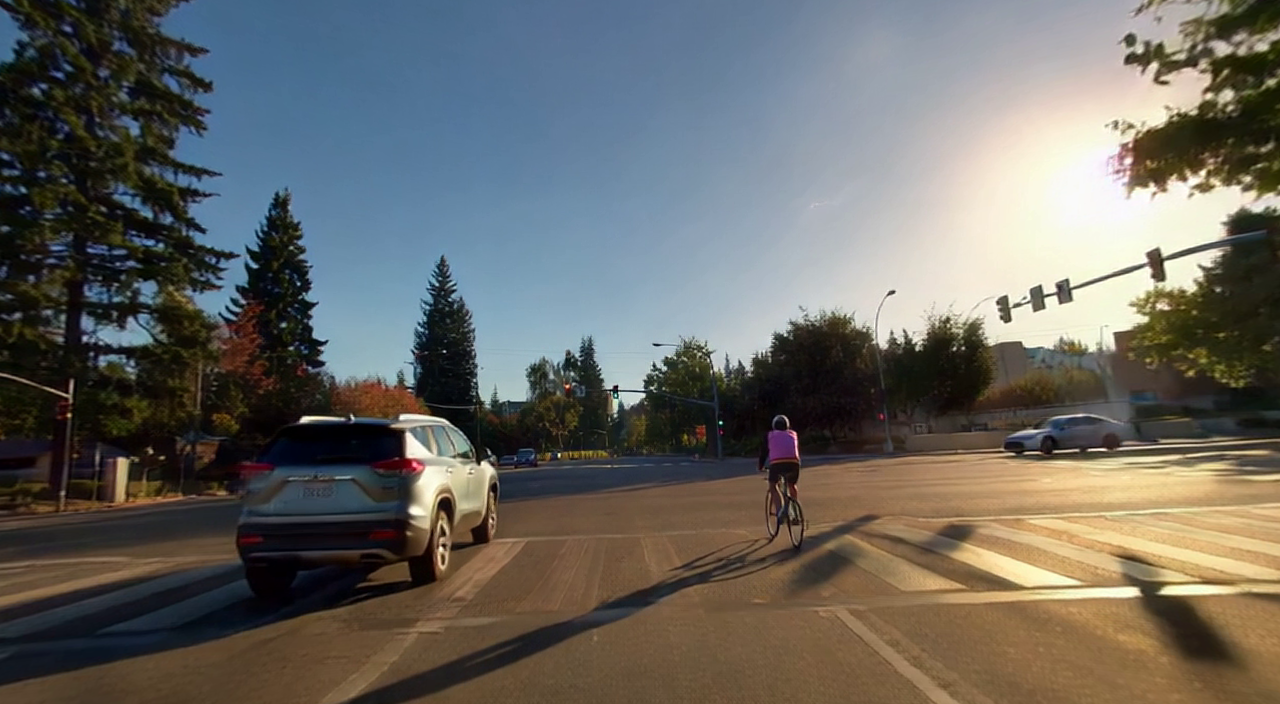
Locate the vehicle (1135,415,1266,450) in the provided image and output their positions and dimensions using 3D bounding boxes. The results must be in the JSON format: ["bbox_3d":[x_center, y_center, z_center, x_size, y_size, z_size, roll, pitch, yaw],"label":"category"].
[{"bbox_3d":[25.745,3.748,29.024,4.716,1.507,1.904,2,-9,-11],"label":"vehicle"}]

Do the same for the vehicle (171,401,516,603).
[{"bbox_3d":[-3.059,1.658,7.904,2.049,1.756,4.602,0,-8,0],"label":"vehicle"}]

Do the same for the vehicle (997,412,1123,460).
[{"bbox_3d":[18.582,3.729,27.996,4.237,1.948,1.997,0,-9,-9],"label":"vehicle"}]
